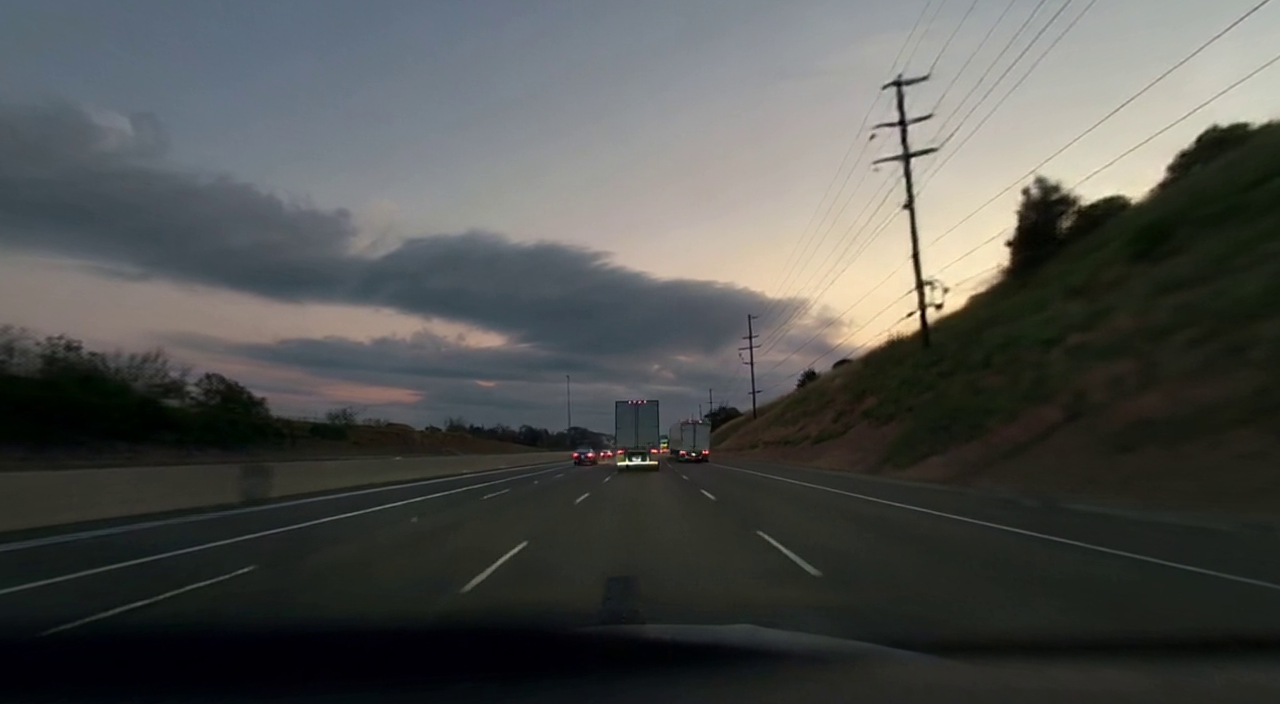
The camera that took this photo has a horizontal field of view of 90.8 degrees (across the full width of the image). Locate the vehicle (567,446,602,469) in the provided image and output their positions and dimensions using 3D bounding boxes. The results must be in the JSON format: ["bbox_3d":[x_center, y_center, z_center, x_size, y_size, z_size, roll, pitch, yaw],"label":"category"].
[{"bbox_3d":[-3.868,7.433,44.572,2.128,1.533,4.694,0,-9,-1],"label":"vehicle"}]

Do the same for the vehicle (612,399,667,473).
[{"bbox_3d":[-0.024,5.443,40.084,2.985,4.025,10.982,0,-9,0],"label":"vehicle"}]
